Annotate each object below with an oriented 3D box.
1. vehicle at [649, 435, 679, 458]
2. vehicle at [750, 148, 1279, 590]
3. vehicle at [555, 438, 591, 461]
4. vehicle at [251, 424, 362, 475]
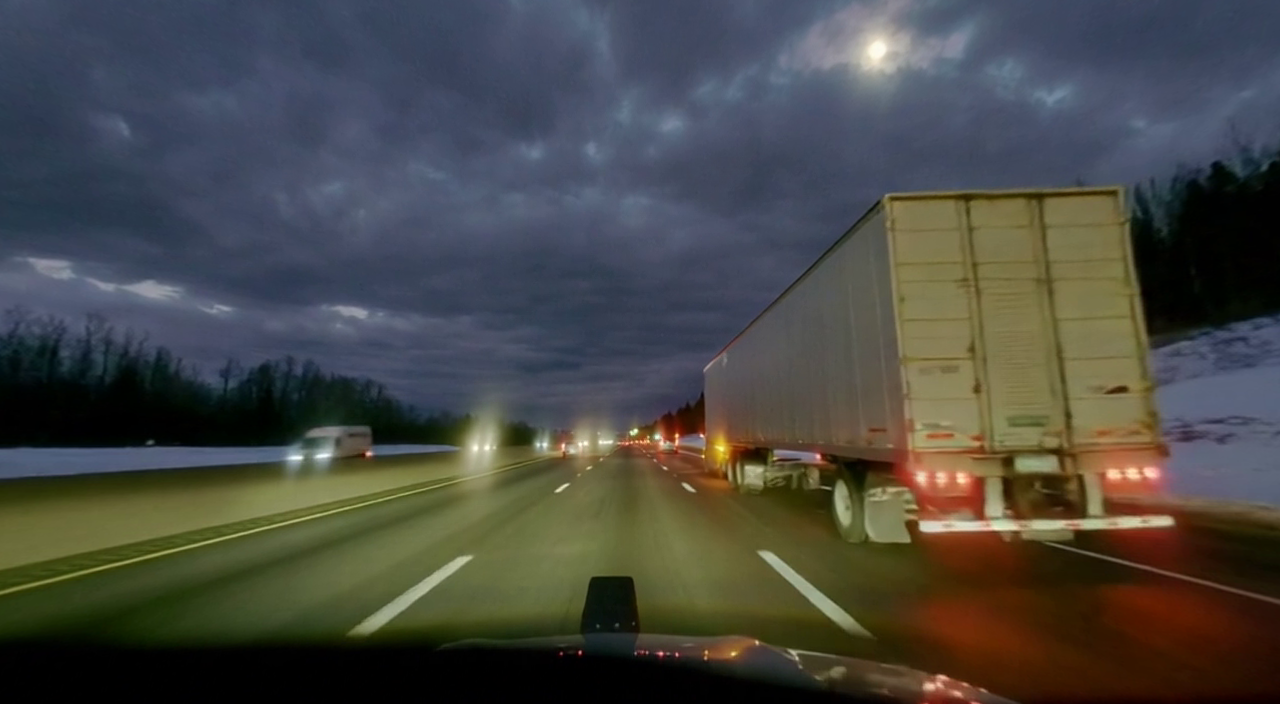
[{"bbox_3d":[1.862,7.418,49.656,2.124,1.696,4.173,0,-8,-1],"label":"vehicle"},{"bbox_3d":[4.024,0.642,9.939,2.906,3.999,8.621,0,-8,-1],"label":"vehicle"},{"bbox_3d":[-4.436,6.529,42.317,2.017,1.484,4.088,0,-8,-1],"label":"vehicle"},{"bbox_3d":[-16.672,4.879,31.922,2.403,2.328,5.838,0,-8,0],"label":"vehicle"}]
